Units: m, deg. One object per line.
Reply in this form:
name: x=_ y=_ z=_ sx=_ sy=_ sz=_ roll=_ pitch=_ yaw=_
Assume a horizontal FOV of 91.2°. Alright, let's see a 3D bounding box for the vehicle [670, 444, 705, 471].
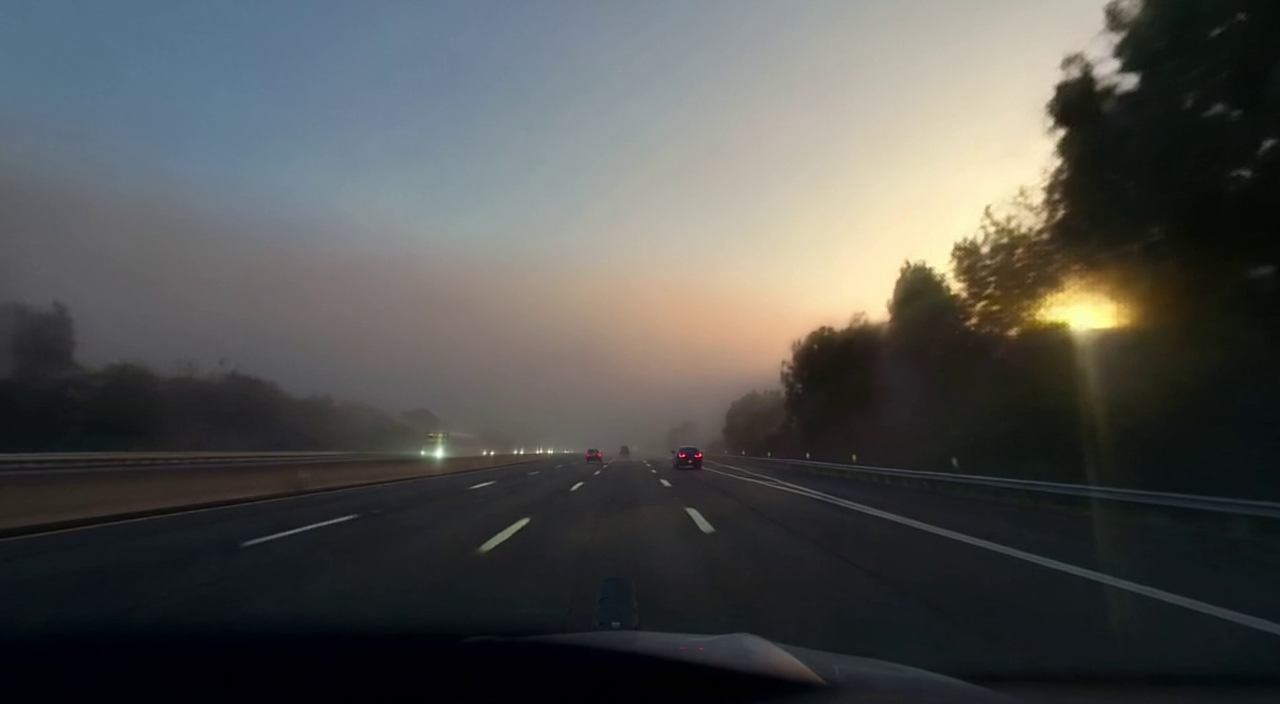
vehicle: x=2.948 y=6.657 z=39.715 sx=1.895 sy=1.555 sz=4.030 roll=0 pitch=-9 yaw=0
